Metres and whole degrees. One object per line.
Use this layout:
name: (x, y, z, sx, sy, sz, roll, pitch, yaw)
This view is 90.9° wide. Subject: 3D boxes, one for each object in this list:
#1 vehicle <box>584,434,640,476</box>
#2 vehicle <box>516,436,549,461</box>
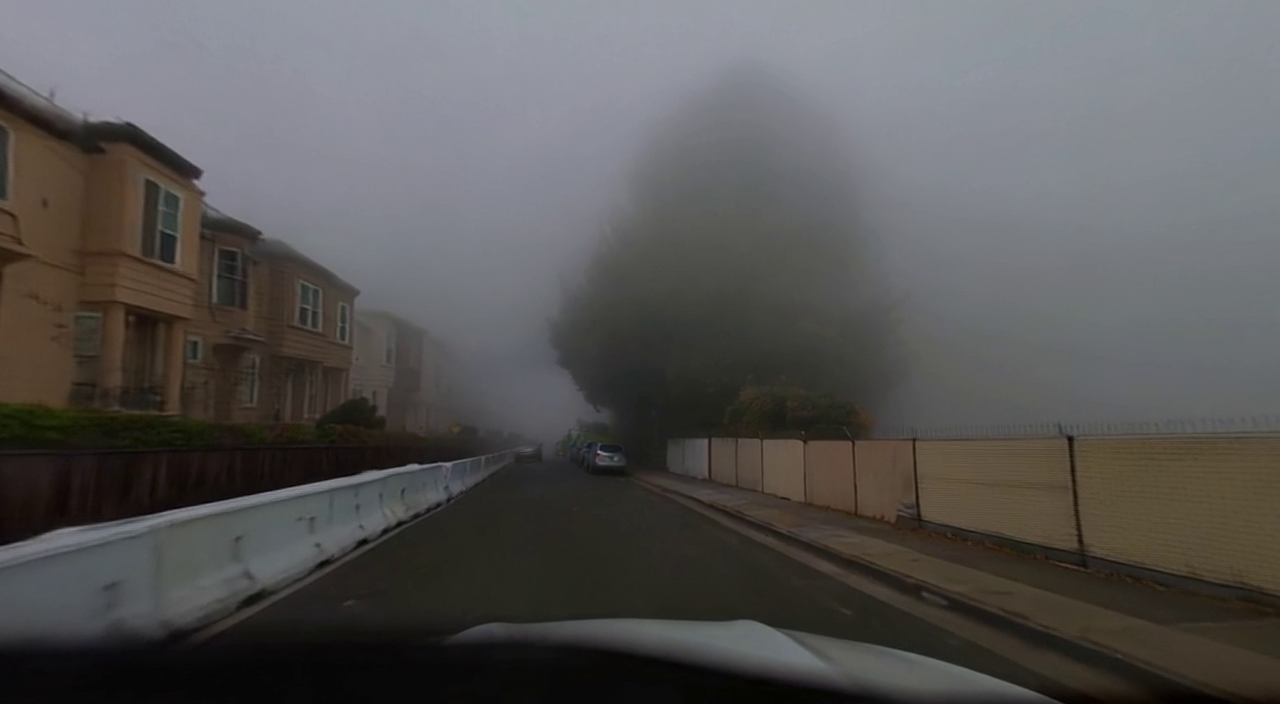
vehicle: (-1.363, 4.671, 28.889, 2.066, 1.739, 4.234, 1, -8, -9)
vehicle: (-7.116, 6.418, 41.974, 1.834, 1.543, 3.497, 0, -8, -4)
